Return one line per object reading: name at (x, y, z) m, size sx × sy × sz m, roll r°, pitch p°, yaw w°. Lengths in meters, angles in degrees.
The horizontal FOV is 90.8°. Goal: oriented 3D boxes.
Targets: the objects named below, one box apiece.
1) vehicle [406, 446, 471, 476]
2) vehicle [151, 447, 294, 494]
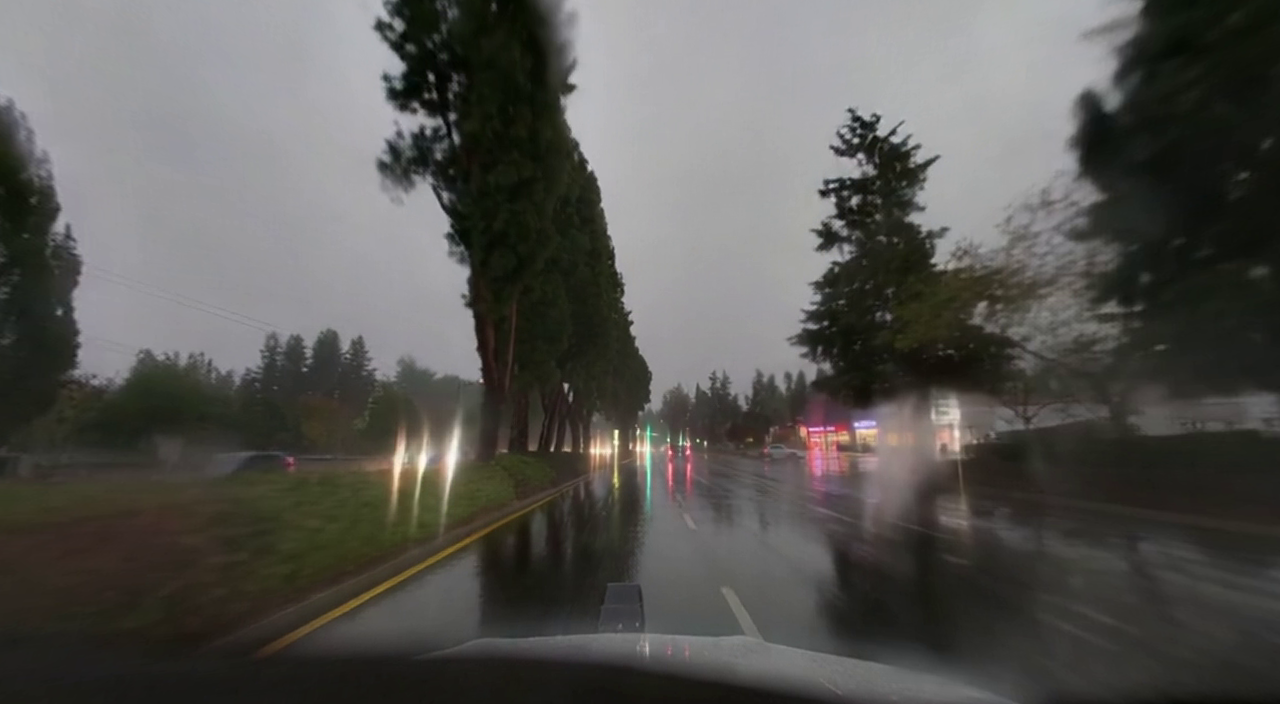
vehicle at (-10.420, 5.653, 33.054) m, size 1.930 × 1.449 × 4.361 m, roll -1°, pitch -9°, yaw 1°
vehicle at (-14.310, 4.047, 22.068) m, size 1.850 × 1.453 × 4.648 m, roll 0°, pitch -9°, yaw 0°
